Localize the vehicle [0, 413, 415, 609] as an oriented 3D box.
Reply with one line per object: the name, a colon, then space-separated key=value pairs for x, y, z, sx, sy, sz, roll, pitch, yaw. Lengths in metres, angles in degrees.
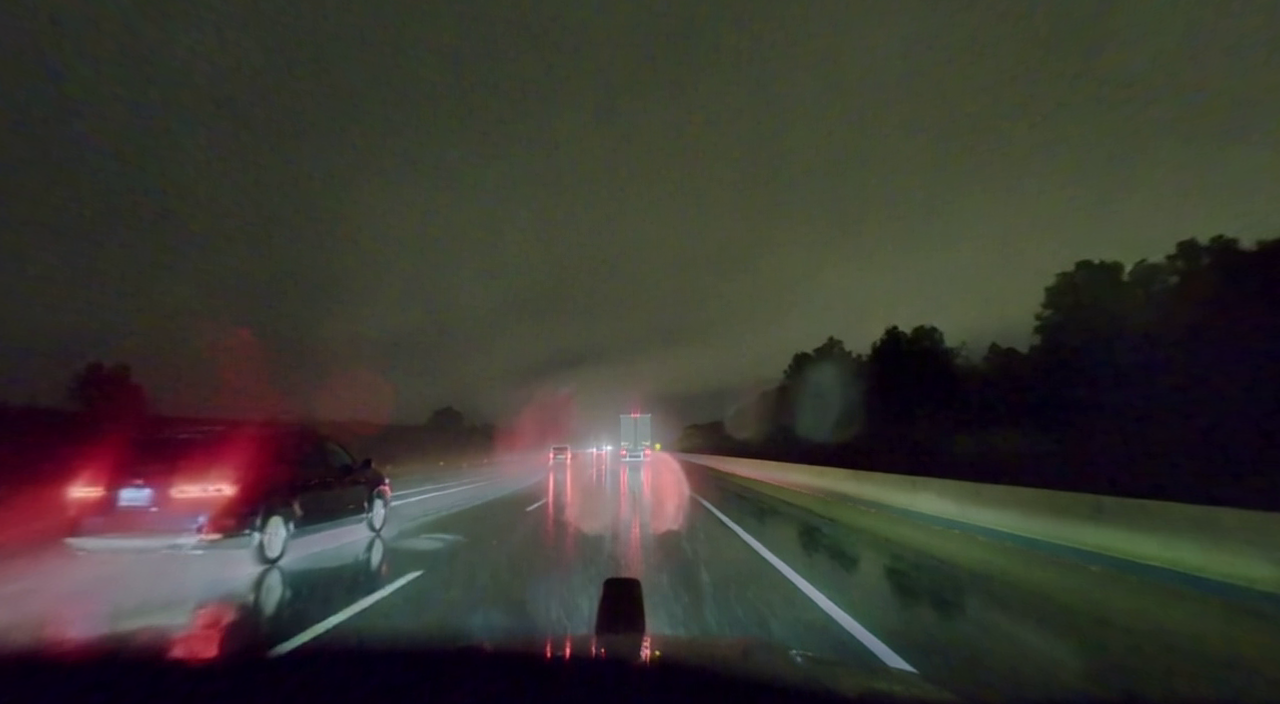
vehicle: x=-4.444 y=1.653 z=7.446 sx=1.991 sy=1.618 sz=4.211 roll=0 pitch=-9 yaw=0

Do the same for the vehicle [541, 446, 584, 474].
vehicle: x=-4.426 y=6.230 z=36.688 sx=1.978 sy=1.507 sz=4.062 roll=0 pitch=-9 yaw=0
